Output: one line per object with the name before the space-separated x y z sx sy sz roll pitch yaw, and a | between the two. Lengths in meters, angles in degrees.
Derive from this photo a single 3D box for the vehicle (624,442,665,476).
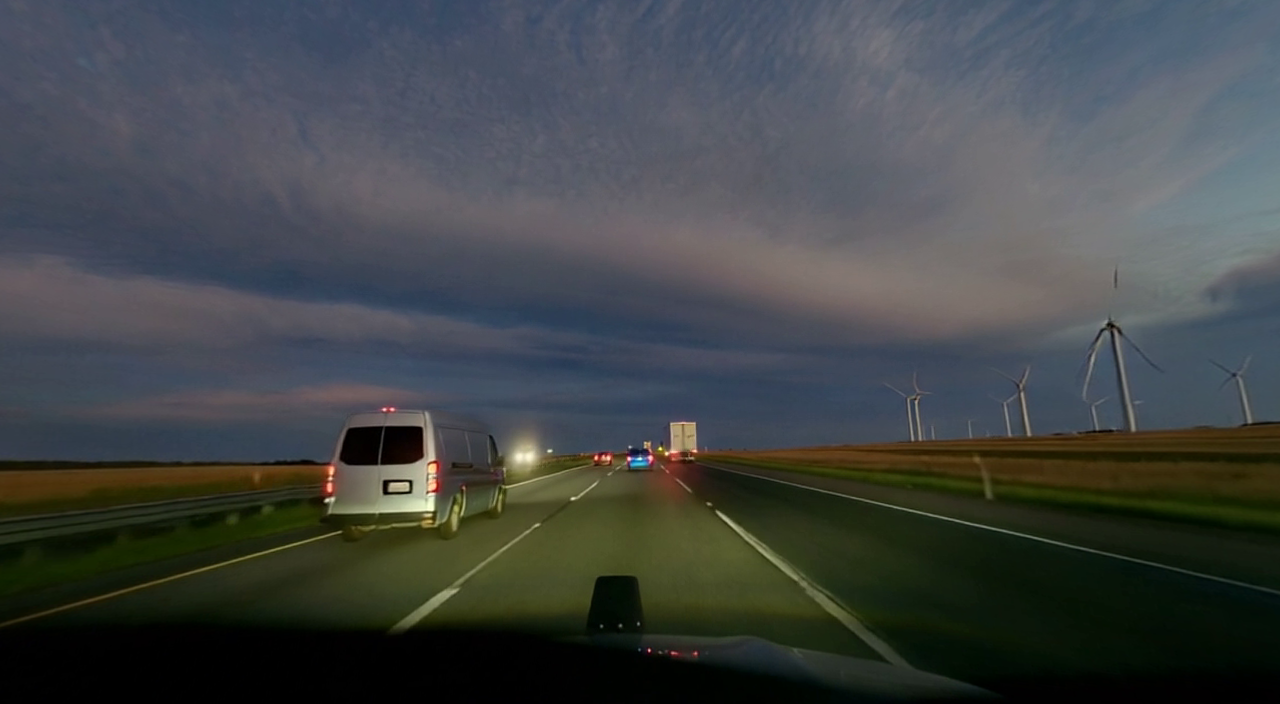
vehicle | 0.250 5.789 34.156 2.083 1.689 4.083 0 -9 0

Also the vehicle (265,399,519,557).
vehicle | -3.590 1.952 10.377 2.238 1.984 4.650 0 -9 0
